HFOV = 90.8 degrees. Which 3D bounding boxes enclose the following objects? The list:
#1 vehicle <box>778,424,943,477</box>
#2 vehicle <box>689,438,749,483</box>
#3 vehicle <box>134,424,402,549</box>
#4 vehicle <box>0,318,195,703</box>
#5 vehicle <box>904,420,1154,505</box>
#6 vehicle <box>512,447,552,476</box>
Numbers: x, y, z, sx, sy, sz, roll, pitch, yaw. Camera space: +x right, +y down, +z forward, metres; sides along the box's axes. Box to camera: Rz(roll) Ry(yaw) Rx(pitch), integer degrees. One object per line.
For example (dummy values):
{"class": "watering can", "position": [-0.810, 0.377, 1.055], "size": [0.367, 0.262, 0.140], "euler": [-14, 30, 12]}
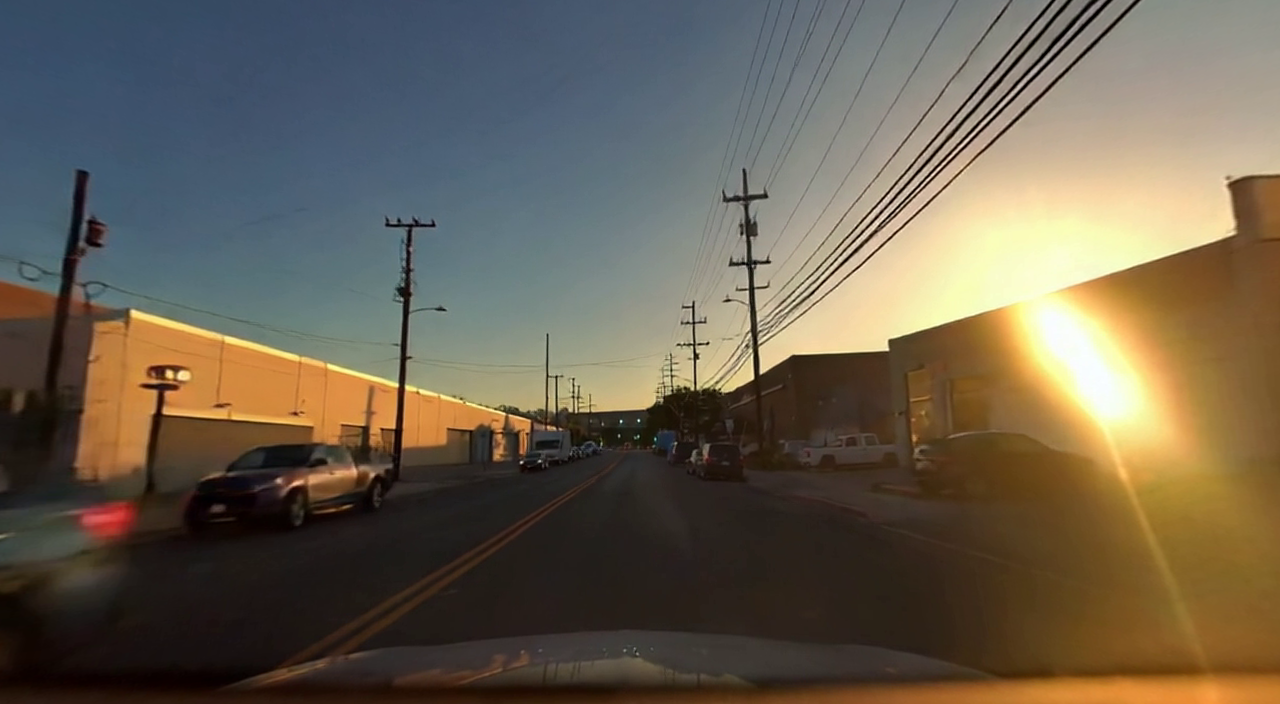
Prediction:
{"class": "vehicle", "position": [10.967, 4.984, 32.017], "size": [7.236, 2.219, 2.674], "euler": [-3, -8, 0]}
{"class": "vehicle", "position": [3.761, 5.273, 31.086], "size": [2.333, 1.967, 6.008], "euler": [0, -9, 2]}
{"class": "vehicle", "position": [-7.972, 2.884, 14.744], "size": [2.530, 2.110, 6.445], "euler": [-3, -8, -1]}
{"class": "vehicle", "position": [-3.598, 0.610, 1.057], "size": [2.229, 1.889, 4.816], "euler": [0, -9, -1]}
{"class": "vehicle", "position": [8.897, 2.575, 14.831], "size": [4.406, 1.822, 2.071], "euler": [0, -9, 2]}
{"class": "vehicle", "position": [-7.849, 7.956, 46.246], "size": [2.123, 1.802, 4.486], "euler": [-4, -8, -2]}
